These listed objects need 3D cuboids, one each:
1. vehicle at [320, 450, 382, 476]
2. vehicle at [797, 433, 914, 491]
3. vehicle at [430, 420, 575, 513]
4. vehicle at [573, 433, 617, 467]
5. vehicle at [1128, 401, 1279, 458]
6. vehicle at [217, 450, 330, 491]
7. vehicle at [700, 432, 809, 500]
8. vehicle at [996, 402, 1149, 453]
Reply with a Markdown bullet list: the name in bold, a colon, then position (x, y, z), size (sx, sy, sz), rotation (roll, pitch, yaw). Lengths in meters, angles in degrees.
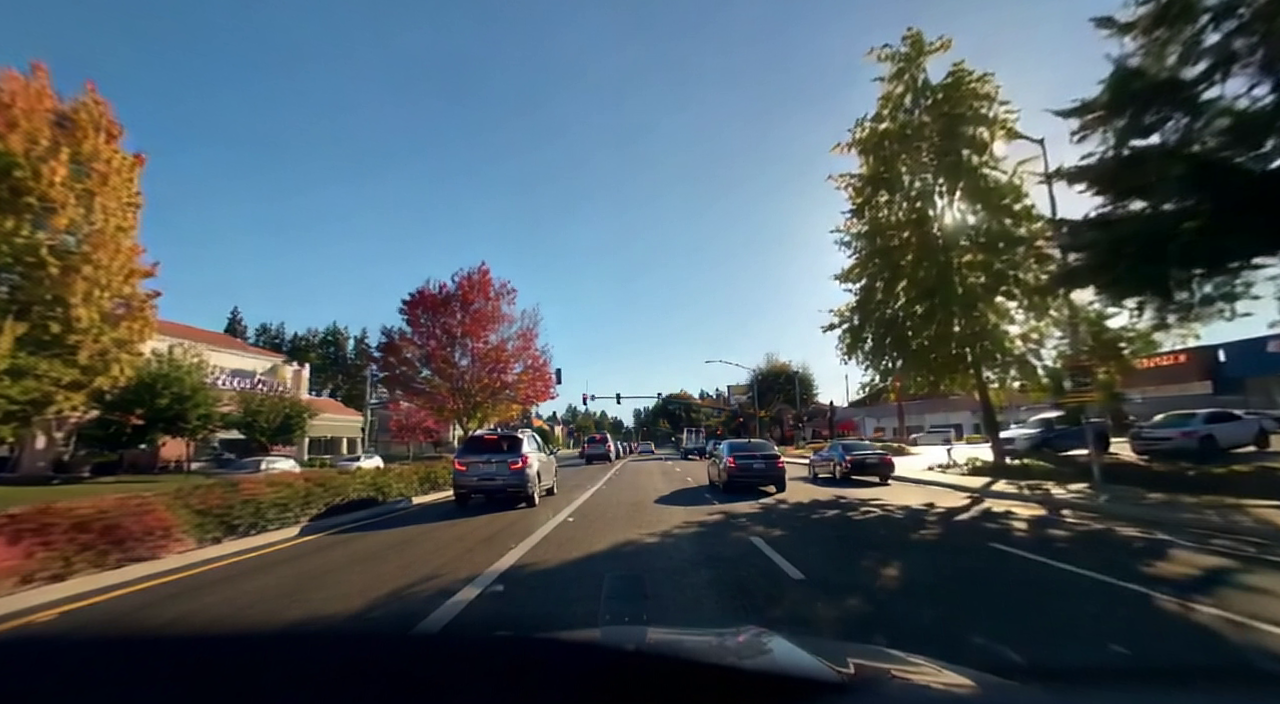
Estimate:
- **vehicle**: position (-17.703, 6.779, 38.767), size (1.749, 1.454, 4.318), rotation (0, -9, 0)
- **vehicle**: position (6.377, 3.322, 19.311), size (1.881, 1.540, 4.750), rotation (0, -9, 0)
- **vehicle**: position (-2.834, 2.504, 14.161), size (2.141, 1.719, 4.379), rotation (0, -9, 2)
- **vehicle**: position (-2.461, 5.548, 35.768), size (2.117, 1.799, 4.442), rotation (0, -9, 1)
- **vehicle**: position (17.024, 2.346, 18.738), size (4.698, 1.495, 2.125), rotation (4, -10, -29)
- **vehicle**: position (-14.464, 4.678, 25.198), size (1.858, 1.456, 4.347), rotation (0, -9, 1)
- **vehicle**: position (2.808, 2.915, 16.430), size (2.004, 1.512, 4.206), rotation (0, -9, 0)
- **vehicle**: position (16.726, 2.971, 24.427), size (4.953, 1.804, 2.337), rotation (3, -9, -21)
